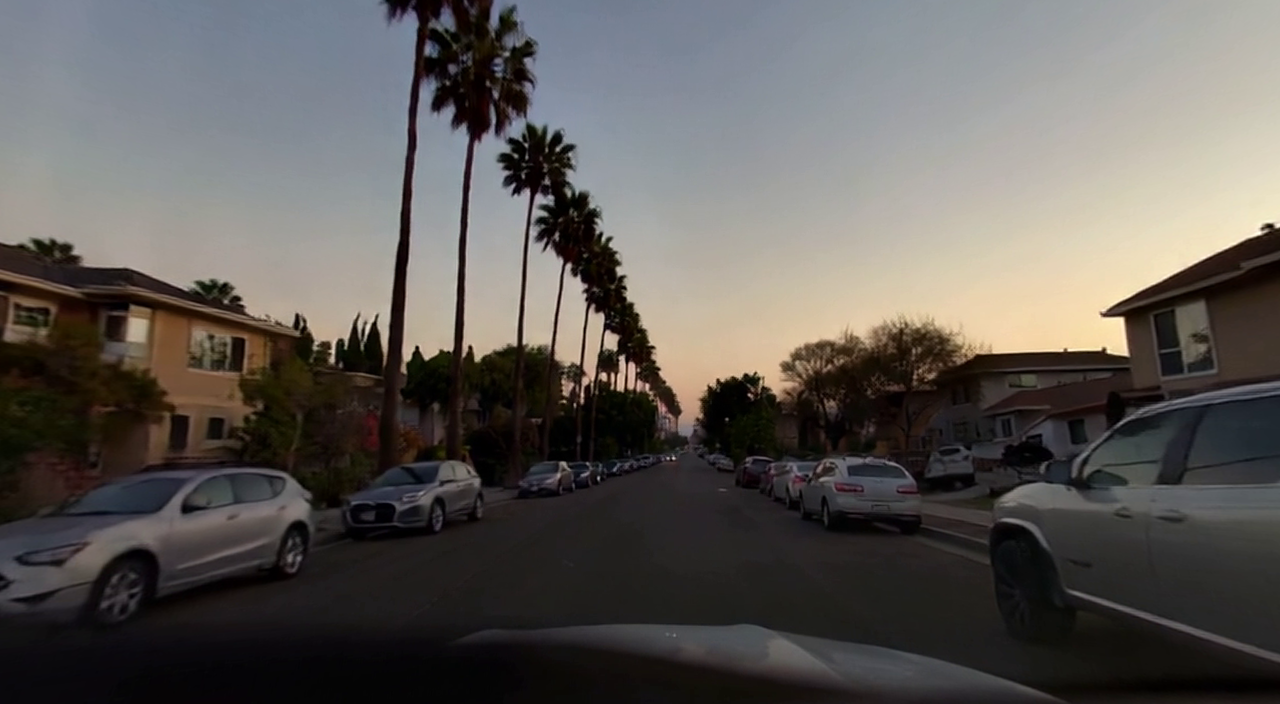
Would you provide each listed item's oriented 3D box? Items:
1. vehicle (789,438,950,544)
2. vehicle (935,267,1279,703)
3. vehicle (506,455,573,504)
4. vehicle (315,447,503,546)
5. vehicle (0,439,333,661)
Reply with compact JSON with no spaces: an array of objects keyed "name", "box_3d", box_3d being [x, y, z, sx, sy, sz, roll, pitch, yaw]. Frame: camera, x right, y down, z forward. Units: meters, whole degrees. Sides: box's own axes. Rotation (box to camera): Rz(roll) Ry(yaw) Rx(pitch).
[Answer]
[{"name":"vehicle","box_3d":[4.754,2.982,13.959,1.964,1.889,4.708,-1,-10,3]},{"name":"vehicle","box_3d":[4.106,0.852,3.041,2.649,2.232,6.576,0,-10,5]},{"name":"vehicle","box_3d":[-4.134,5.353,26.695,1.947,1.803,4.381,-2,-11,2]},{"name":"vehicle","box_3d":[-4.930,3.202,14.534,2.020,1.819,5.168,-2,-11,4]},{"name":"vehicle","box_3d":[-5.296,1.907,6.904,1.816,1.697,3.777,-1,-11,3]}]
